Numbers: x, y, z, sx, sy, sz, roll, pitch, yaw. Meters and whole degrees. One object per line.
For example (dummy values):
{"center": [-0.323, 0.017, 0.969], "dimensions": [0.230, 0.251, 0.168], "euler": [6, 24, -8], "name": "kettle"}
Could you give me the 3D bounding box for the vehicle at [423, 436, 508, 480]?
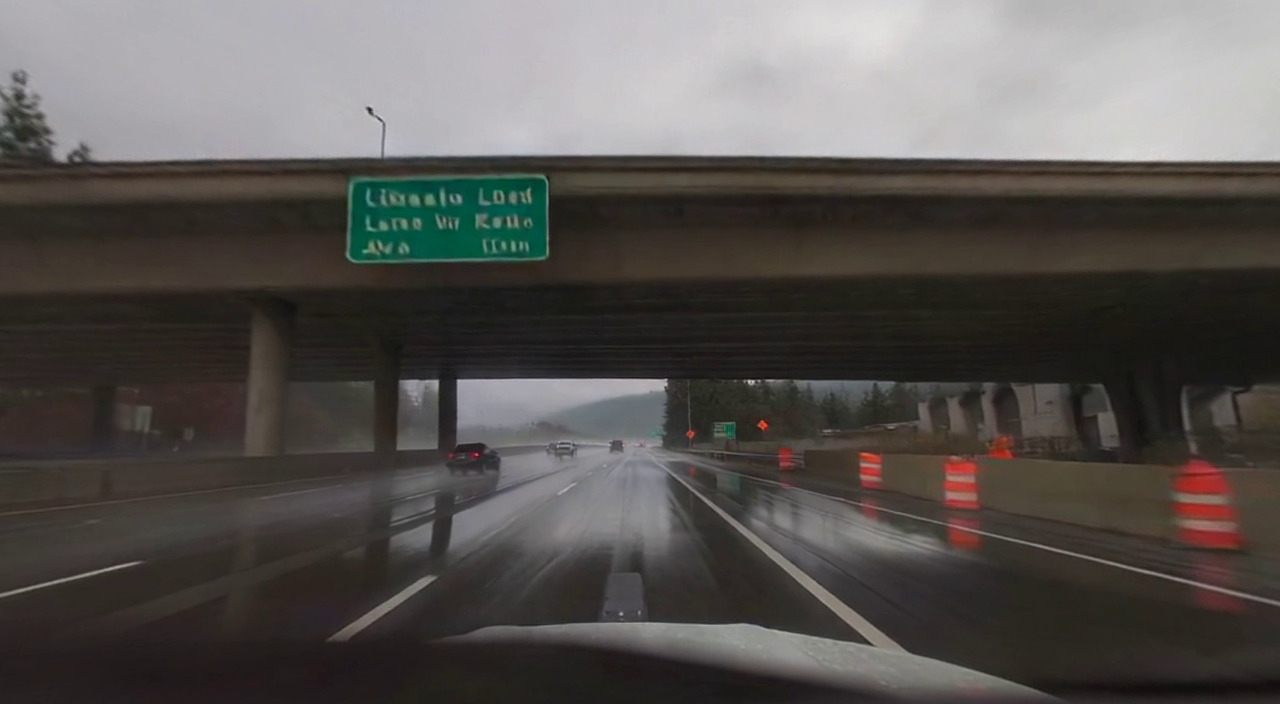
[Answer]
{"center": [-7.399, 4.541, 27.352], "dimensions": [2.169, 1.701, 5.113], "euler": [0, -8, 0], "name": "vehicle"}
